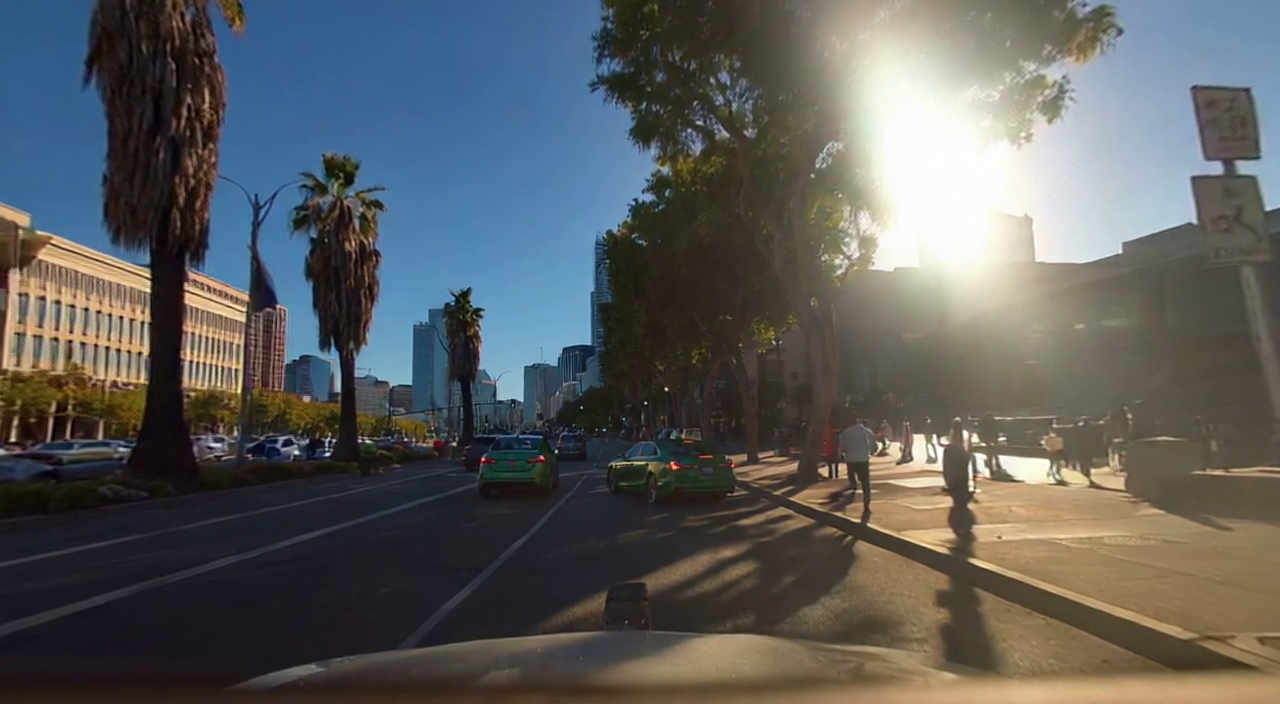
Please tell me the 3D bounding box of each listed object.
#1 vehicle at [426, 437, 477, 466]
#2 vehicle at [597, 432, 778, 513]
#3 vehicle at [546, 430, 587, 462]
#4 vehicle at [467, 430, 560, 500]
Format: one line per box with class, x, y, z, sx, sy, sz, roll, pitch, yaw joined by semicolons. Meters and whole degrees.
vehicle;-10.925;5.806;36.829;1.930;1.583;4.423;0;-9;-5
vehicle;0.821;2.600;14.197;1.930;1.477;4.657;4;-10;-26
vehicle;-4.756;6.146;41.274;2.277;1.937;4.487;0;-9;-2
vehicle;-3.282;3.001;17.198;2.039;1.628;4.331;0;-9;-5
